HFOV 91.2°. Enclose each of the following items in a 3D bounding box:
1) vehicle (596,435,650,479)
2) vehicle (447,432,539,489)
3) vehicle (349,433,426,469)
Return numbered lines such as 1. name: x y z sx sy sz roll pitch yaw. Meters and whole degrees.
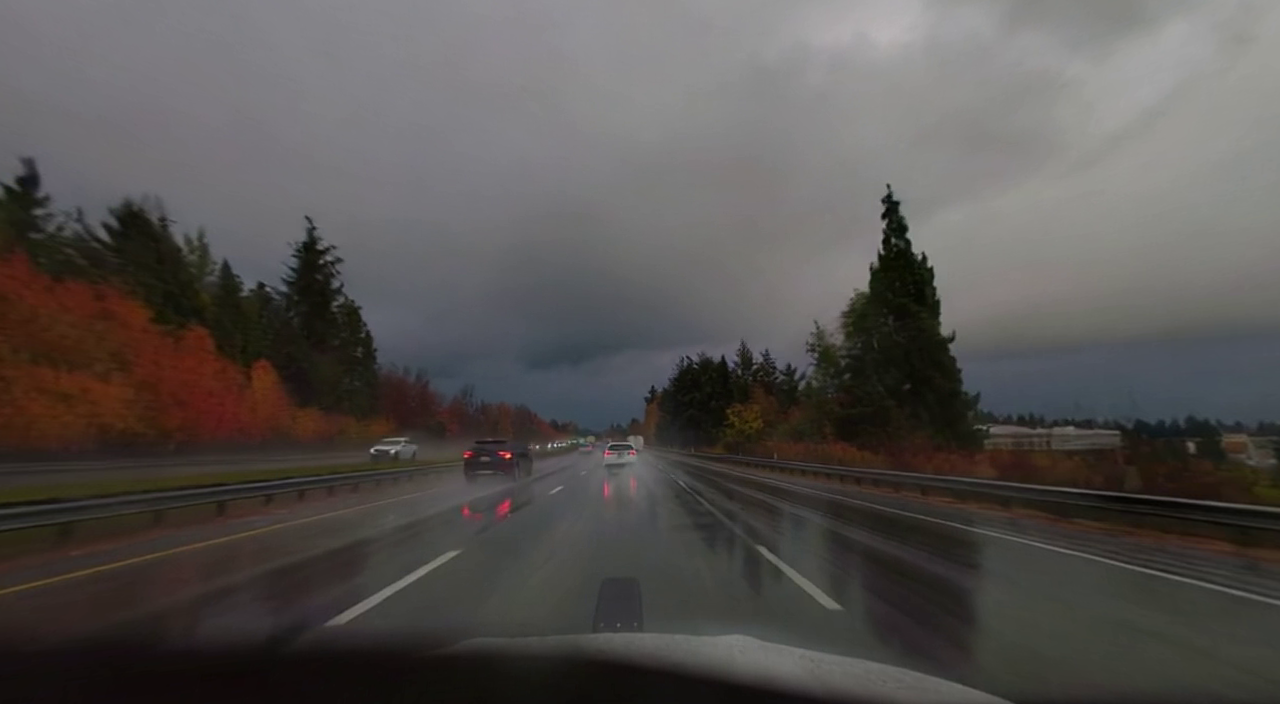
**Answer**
1. vehicle: -0.700 4.395 26.385 2.115 1.661 4.049 0 -9 -1
2. vehicle: -4.814 3.642 21.285 1.974 1.688 4.727 -1 -9 0
3. vehicle: -12.669 5.020 31.740 2.032 1.672 4.515 -1 -9 0
